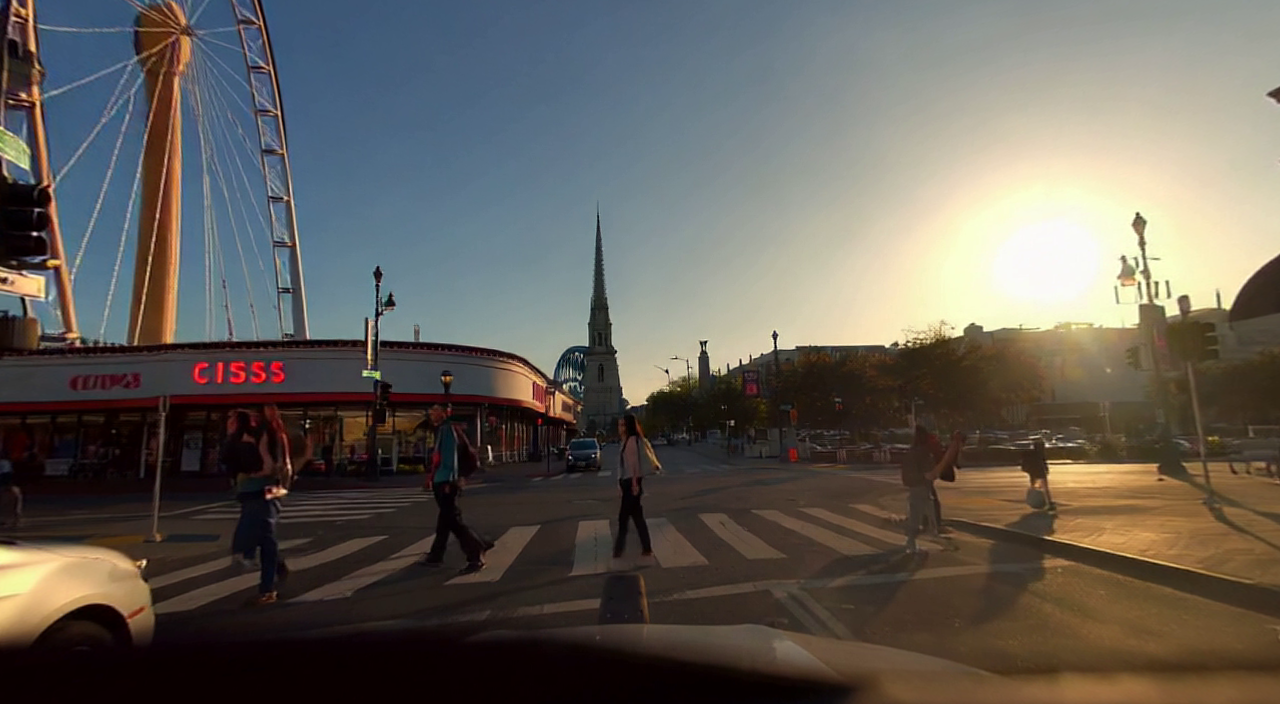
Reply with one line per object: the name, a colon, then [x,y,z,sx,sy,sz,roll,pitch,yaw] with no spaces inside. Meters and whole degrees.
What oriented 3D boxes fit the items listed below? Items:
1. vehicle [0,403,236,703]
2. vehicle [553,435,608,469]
vehicle: [-3.372,0.785,1.182,1.940,1.505,4.676,-1,-9,3]
vehicle: [-3.885,6.364,40.264,2.549,2.000,5.699,2,-9,-15]
